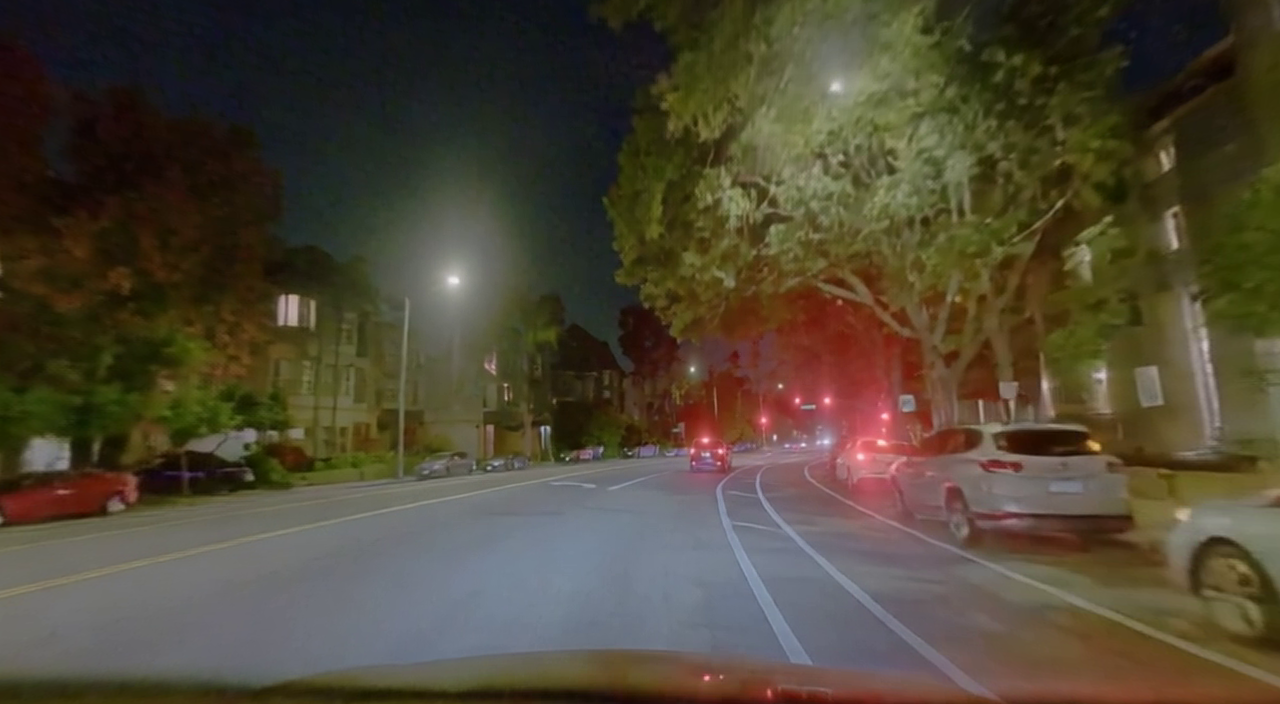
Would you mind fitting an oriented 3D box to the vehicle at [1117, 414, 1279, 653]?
[{"bbox_3d":[5.065,1.063,3.292,1.879,1.547,4.378,-1,-8,3],"label":"vehicle"}]

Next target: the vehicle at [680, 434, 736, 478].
[{"bbox_3d":[3.010,4.422,27.173,1.852,1.680,4.488,-2,-9,13],"label":"vehicle"}]

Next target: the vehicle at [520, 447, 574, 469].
[{"bbox_3d":[-6.370,7.294,43.713,1.880,1.450,4.627,-3,-9,17],"label":"vehicle"}]

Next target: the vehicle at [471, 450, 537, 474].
[{"bbox_3d":[-8.084,6.562,38.048,1.893,1.310,4.719,-2,-9,15],"label":"vehicle"}]

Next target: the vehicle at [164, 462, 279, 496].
[{"bbox_3d":[-19.113,5.781,28.911,4.195,1.400,1.726,-1,-8,8],"label":"vehicle"}]

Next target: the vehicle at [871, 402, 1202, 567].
[{"bbox_3d":[5.209,1.791,9.334,2.128,1.795,4.622,-1,-8,4],"label":"vehicle"}]

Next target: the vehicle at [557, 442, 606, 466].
[{"bbox_3d":[-4.452,7.813,48.645,1.977,1.761,4.990,-3,-9,17],"label":"vehicle"}]

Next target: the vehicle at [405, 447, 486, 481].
[{"bbox_3d":[-9.609,5.528,31.635,1.918,1.508,4.353,-2,-8,13],"label":"vehicle"}]
